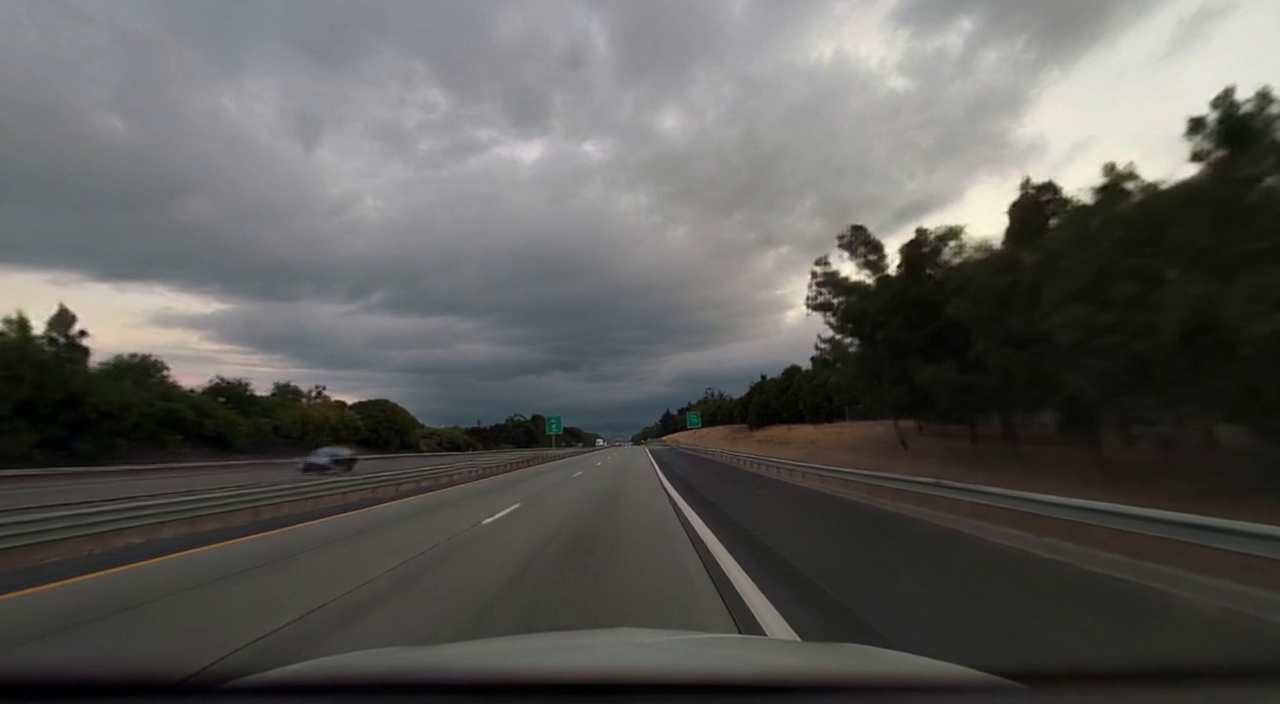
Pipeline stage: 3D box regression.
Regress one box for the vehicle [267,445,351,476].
[{"bbox_3d":[-17.360,5.674,33.307,1.897,1.479,4.598,-1,-8,1],"label":"vehicle"}]
